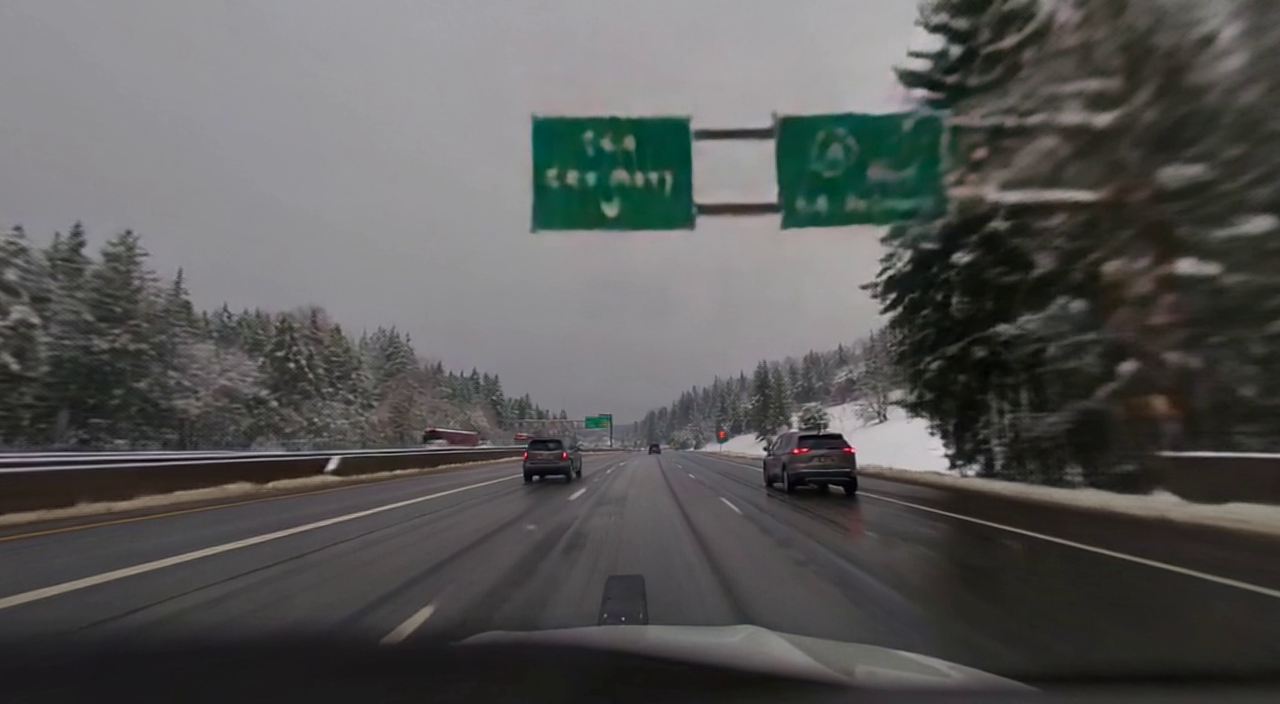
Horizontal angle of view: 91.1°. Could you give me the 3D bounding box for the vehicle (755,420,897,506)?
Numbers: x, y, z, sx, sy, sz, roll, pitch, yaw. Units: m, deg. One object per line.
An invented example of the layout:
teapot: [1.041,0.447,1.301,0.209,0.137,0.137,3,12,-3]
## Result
vehicle: [4.389,2.698,15.668,2.149,1.796,4.487,0,-8,0]

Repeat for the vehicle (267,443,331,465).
vehicle: [-24.448,7.312,45.218,1.845,1.484,4.753,0,-8,2]

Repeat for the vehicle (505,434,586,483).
vehicle: [-3.325,3.855,22.954,2.166,1.608,4.297,0,-8,2]
